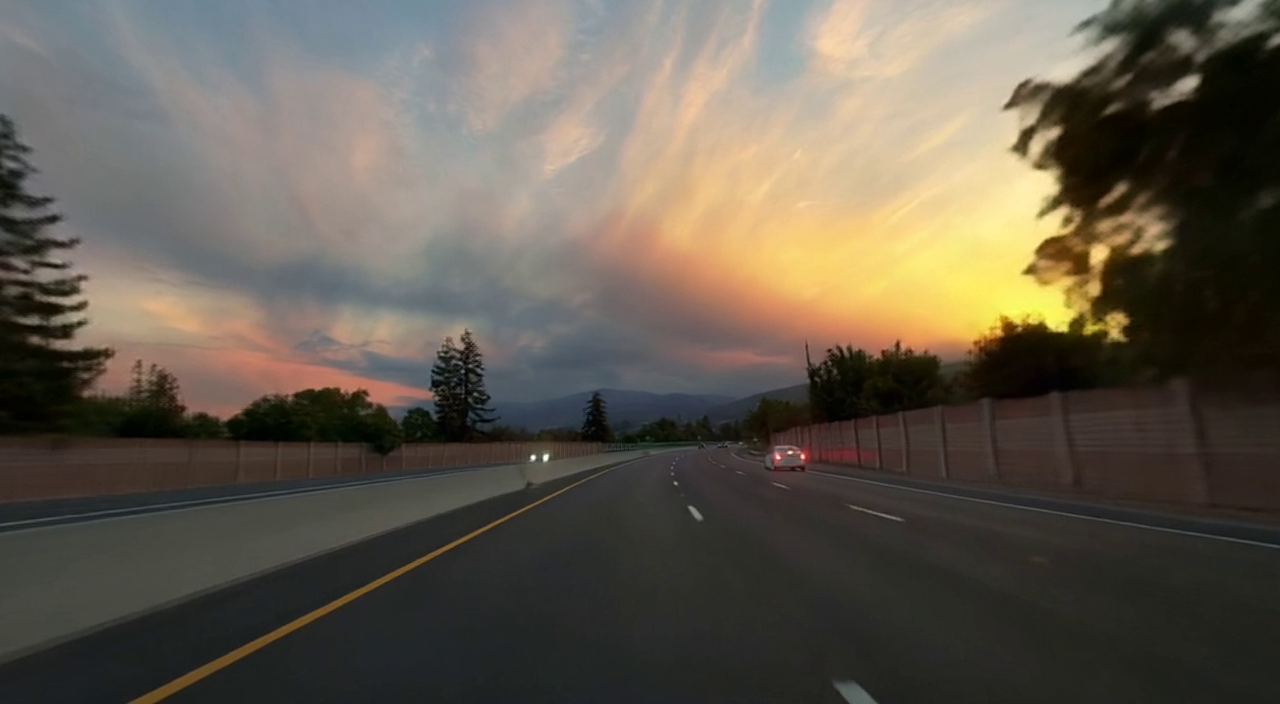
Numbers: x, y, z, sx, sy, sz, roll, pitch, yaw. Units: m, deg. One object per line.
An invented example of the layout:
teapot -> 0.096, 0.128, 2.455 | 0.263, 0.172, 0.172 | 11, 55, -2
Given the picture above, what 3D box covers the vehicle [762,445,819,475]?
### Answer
vehicle -> 8.132, 5.880, 34.485 | 1.983, 1.486, 4.545 | 0, -9, 0
